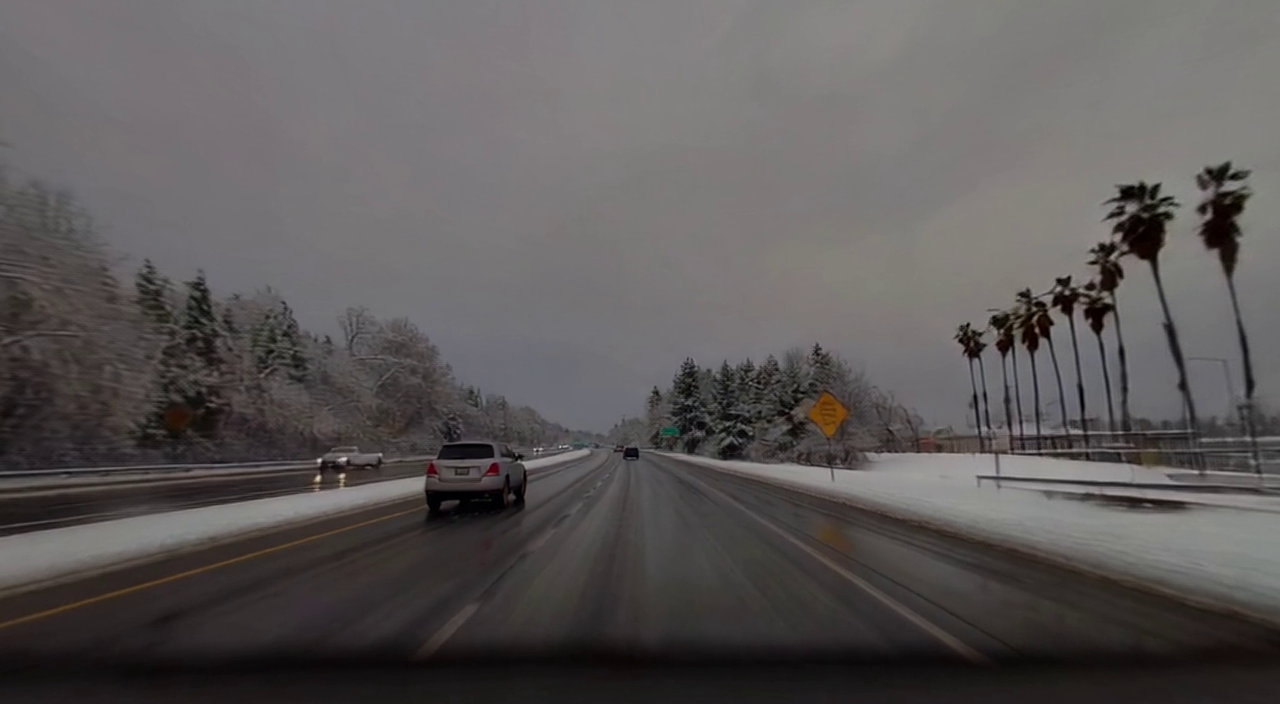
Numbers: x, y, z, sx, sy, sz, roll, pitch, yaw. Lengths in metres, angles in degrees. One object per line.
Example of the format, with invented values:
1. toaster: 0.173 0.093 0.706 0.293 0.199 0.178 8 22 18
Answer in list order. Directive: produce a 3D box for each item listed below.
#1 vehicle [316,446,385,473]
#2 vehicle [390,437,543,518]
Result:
1. vehicle: -16.843 6.242 36.771 1.910 1.438 4.552 0 -8 0
2. vehicle: -3.762 2.799 14.672 2.092 1.562 4.748 0 -8 1
